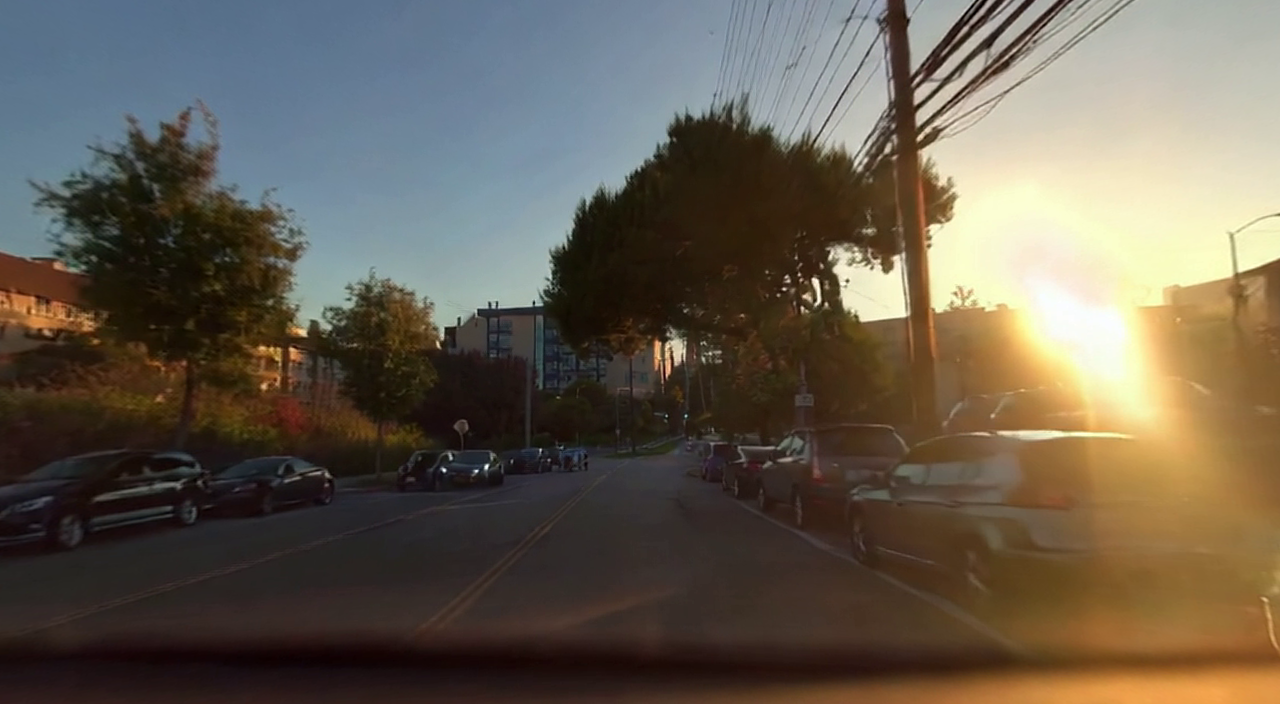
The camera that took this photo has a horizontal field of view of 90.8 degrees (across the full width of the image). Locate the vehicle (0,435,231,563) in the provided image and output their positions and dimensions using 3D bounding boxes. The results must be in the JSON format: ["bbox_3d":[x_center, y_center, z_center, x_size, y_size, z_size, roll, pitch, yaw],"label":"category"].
[{"bbox_3d":[-11.277,2.808,12.764,2.322,2.037,5.030,-3,-9,5],"label":"vehicle"}]

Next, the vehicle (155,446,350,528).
[{"bbox_3d":[-10.672,3.696,17.925,2.134,1.775,4.706,-8,-10,8],"label":"vehicle"}]

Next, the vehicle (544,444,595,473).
[{"bbox_3d":[-5.305,8.092,48.513,2.319,2.021,5.762,-3,-9,10],"label":"vehicle"}]

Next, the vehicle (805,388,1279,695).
[{"bbox_3d":[3.278,1.354,5.729,2.098,1.624,4.477,0,-9,-4],"label":"vehicle"}]

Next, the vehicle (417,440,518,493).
[{"bbox_3d":[-6.296,4.192,23.668,2.081,1.760,4.598,0,-8,6],"label":"vehicle"}]
